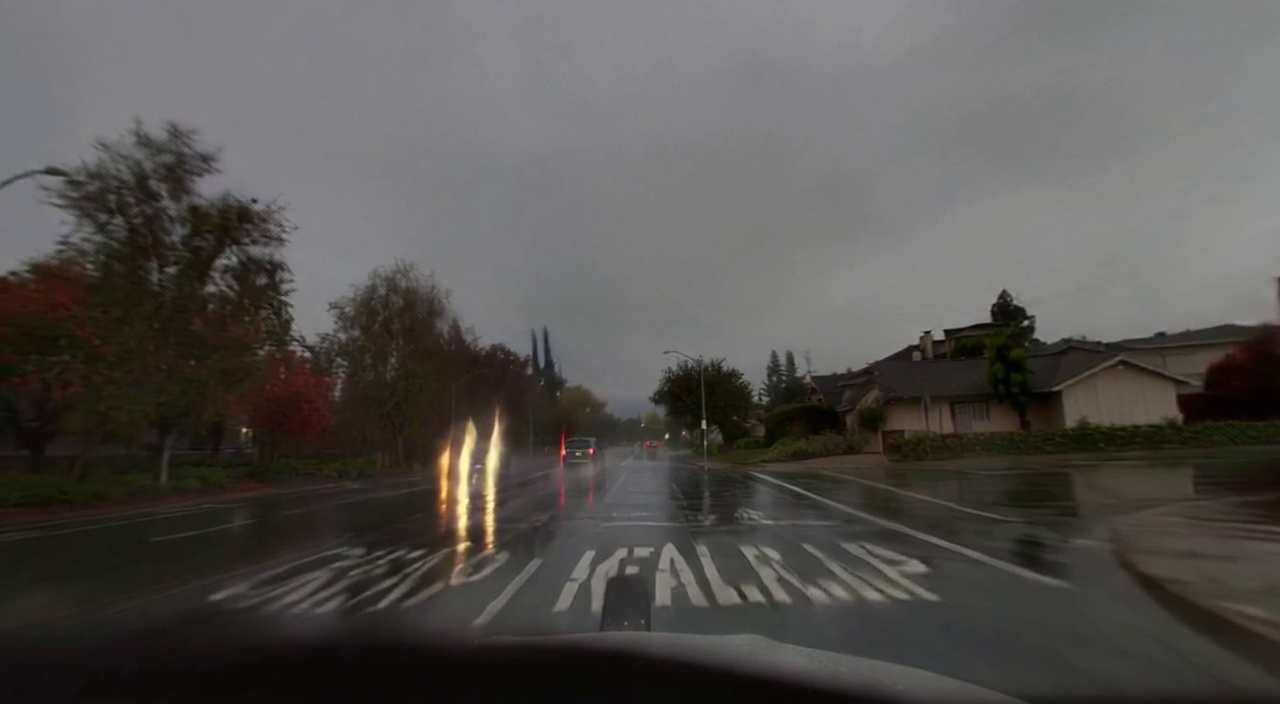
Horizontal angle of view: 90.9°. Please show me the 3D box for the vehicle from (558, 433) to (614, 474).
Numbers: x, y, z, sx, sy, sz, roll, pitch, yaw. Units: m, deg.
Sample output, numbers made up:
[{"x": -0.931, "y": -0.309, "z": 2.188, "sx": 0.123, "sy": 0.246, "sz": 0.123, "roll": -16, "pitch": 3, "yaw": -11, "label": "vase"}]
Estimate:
[{"x": -2.460, "y": 4.800, "z": 30.019, "sx": 2.190, "sy": 1.766, "sz": 4.394, "roll": 0, "pitch": -8, "yaw": 1, "label": "vehicle"}]

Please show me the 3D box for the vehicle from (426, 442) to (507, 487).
[{"x": -6.380, "y": 4.167, "z": 23.647, "sx": 1.972, "sy": 1.514, "sz": 4.241, "roll": 1, "pitch": -8, "yaw": -2, "label": "vehicle"}]
